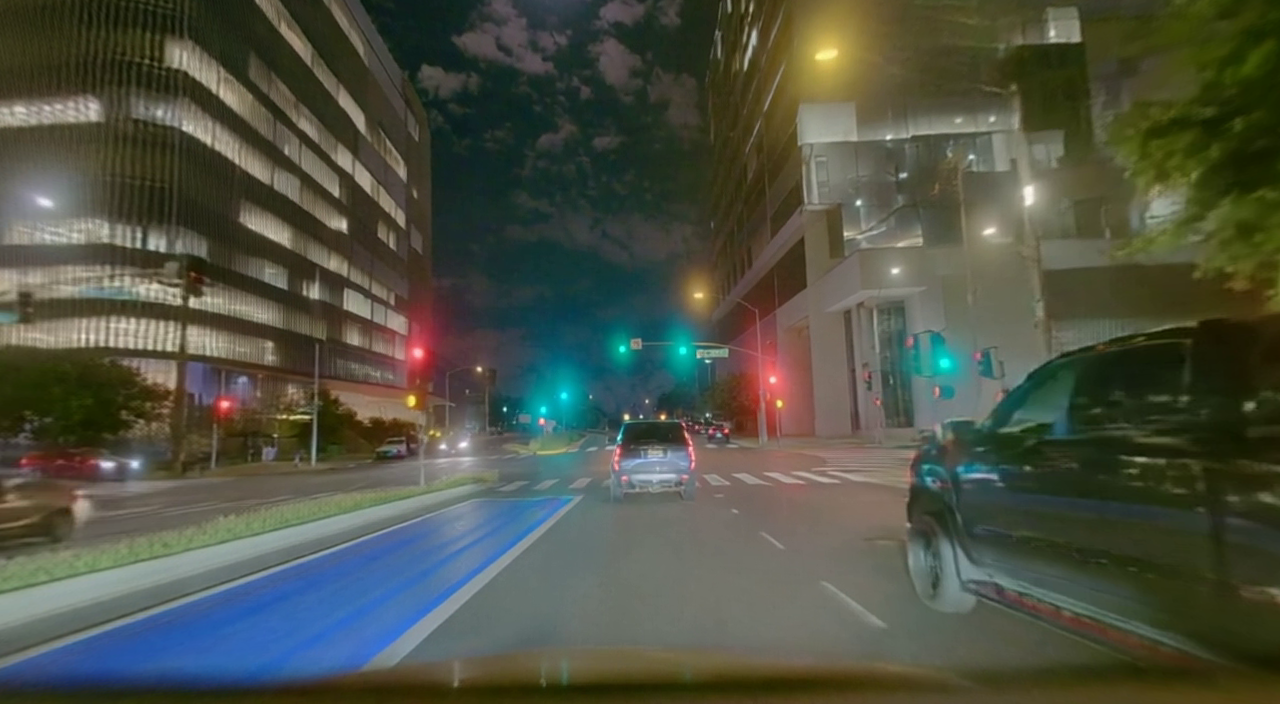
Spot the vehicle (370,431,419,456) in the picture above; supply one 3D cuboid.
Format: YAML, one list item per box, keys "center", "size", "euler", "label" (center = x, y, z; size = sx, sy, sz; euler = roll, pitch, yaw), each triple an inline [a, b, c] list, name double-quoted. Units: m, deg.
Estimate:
- center: [-19.221, 7.193, 49.553]
  size: [2.060, 1.867, 4.626]
  euler: [0, -9, -2]
  label: "vehicle"

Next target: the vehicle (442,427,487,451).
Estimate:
- center: [-13.324, 6.685, 48.155]
  size: [2.062, 1.697, 4.321]
  euler: [0, -8, 2]
  label: "vehicle"

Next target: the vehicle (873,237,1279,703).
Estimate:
- center: [3.374, 0.703, 2.450]
  size: [2.487, 2.048, 6.443]
  euler: [0, -9, 0]
  label: "vehicle"

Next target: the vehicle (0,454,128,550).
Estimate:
- center: [-13.380, 2.999, 12.719]
  size: [2.025, 1.785, 4.845]
  euler: [0, -9, 0]
  label: "vehicle"

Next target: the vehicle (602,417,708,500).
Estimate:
- center: [0.337, 2.638, 15.868]
  size: [2.283, 1.773, 4.255]
  euler: [0, -9, 0]
  label: "vehicle"
